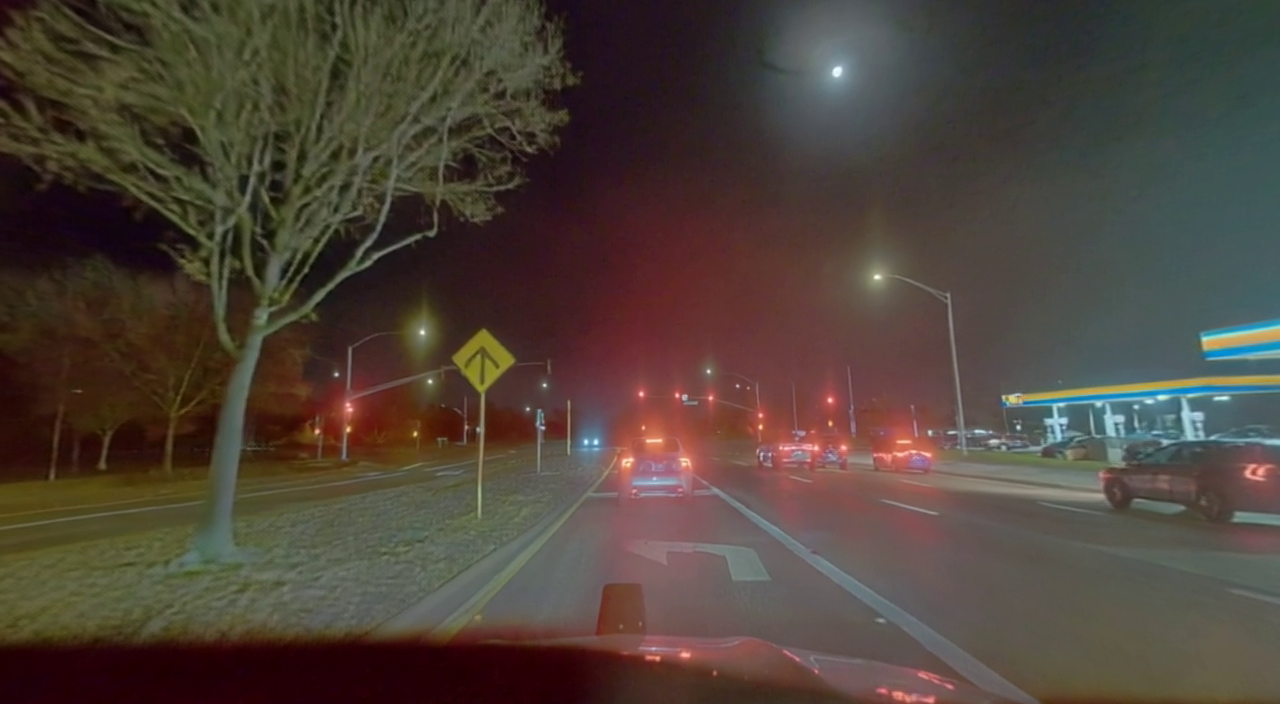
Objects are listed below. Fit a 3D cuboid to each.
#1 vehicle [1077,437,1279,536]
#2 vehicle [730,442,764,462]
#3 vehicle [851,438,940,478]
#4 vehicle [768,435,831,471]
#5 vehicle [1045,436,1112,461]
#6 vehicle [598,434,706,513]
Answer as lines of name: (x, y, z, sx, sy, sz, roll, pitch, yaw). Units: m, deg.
vehicle: (10.682, 2.360, 11.671, 1.880, 1.472, 4.694, 0, -9, 1)
vehicle: (7.658, 7.198, 45.432, 1.716, 1.400, 3.921, 0, -9, 0)
vehicle: (10.919, 4.563, 27.355, 1.976, 1.584, 4.516, 0, -9, 1)
vehicle: (8.019, 5.135, 32.146, 1.991, 1.695, 4.357, 0, -9, -1)
vehicle: (29.358, 6.473, 42.333, 1.914, 1.563, 3.672, 0, -9, 2)
vehicle: (0.209, 2.623, 14.073, 2.032, 1.461, 4.173, 0, -9, -1)
